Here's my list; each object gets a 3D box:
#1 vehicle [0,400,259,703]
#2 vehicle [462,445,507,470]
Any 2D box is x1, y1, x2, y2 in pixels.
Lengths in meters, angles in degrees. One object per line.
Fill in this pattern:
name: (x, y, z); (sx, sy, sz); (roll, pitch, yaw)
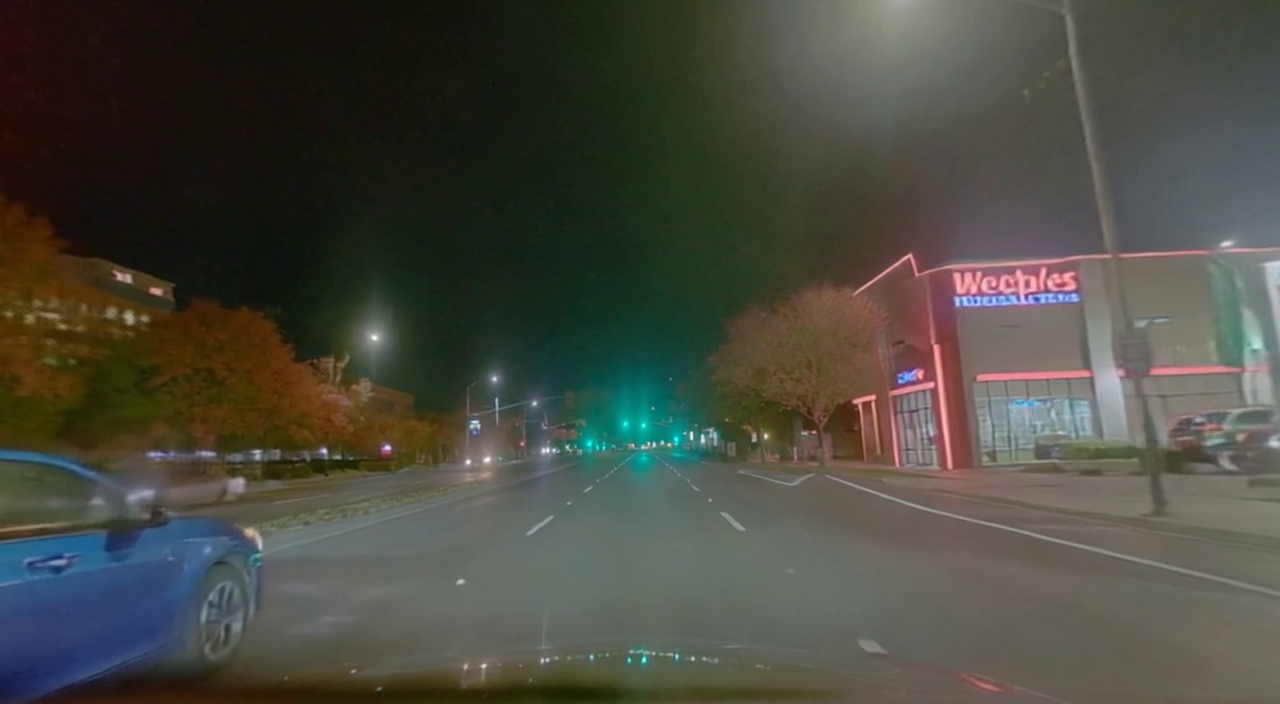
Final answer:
vehicle: (-3.059, 0.741, 0.941); (2.082, 1.460, 4.636); (0, -8, 0)
vehicle: (-11.343, 7.716, 46.354); (2.070, 1.738, 4.485); (0, -8, 1)
